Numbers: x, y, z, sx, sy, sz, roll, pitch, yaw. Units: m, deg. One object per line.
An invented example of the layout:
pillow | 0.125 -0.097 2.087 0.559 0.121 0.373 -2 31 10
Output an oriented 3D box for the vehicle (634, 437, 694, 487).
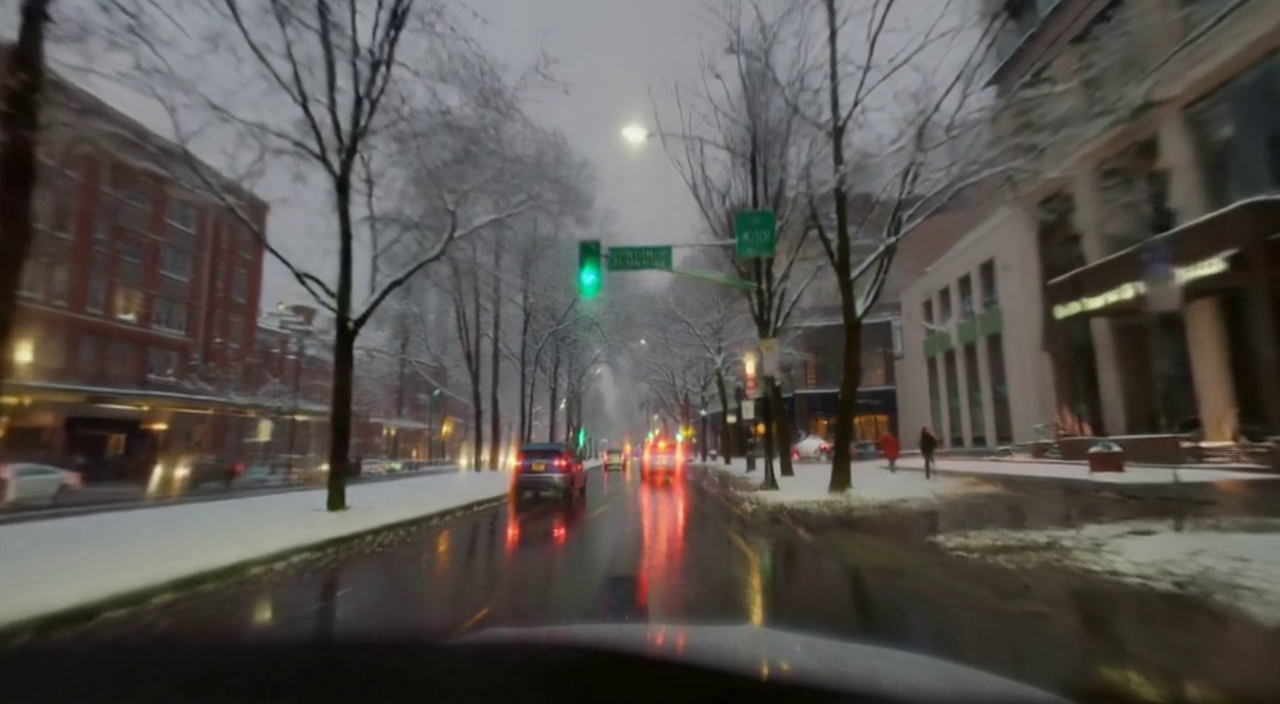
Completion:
vehicle | 0.876 4.178 24.234 2.120 1.758 3.917 0 -8 1

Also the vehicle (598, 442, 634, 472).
vehicle | -1.497 6.882 41.465 2.220 1.847 4.587 0 -8 0

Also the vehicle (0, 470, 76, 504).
vehicle | -31.948 6.893 32.440 1.768 1.436 4.515 0 -8 -3

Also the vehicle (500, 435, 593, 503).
vehicle | -2.565 3.308 18.270 1.940 1.722 3.823 -1 -8 3

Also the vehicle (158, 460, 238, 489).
vehicle | -28.713 7.929 41.151 1.898 1.641 4.644 0 -8 -1
